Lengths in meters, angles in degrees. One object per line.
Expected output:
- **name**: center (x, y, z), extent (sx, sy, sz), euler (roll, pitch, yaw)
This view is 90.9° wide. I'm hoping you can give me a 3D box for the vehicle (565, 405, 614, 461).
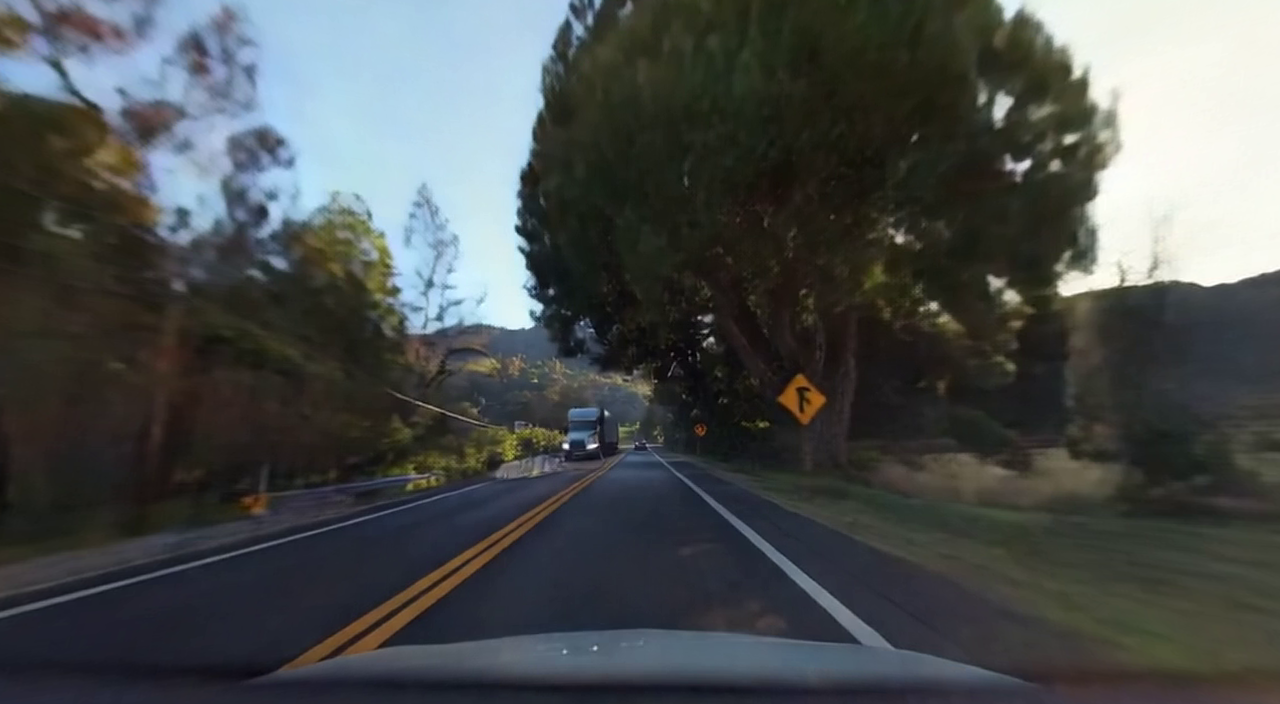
- **vehicle**: center (-3.703, 6.173, 47.585), extent (3.025, 3.821, 6.232), euler (-1, -9, 2)
